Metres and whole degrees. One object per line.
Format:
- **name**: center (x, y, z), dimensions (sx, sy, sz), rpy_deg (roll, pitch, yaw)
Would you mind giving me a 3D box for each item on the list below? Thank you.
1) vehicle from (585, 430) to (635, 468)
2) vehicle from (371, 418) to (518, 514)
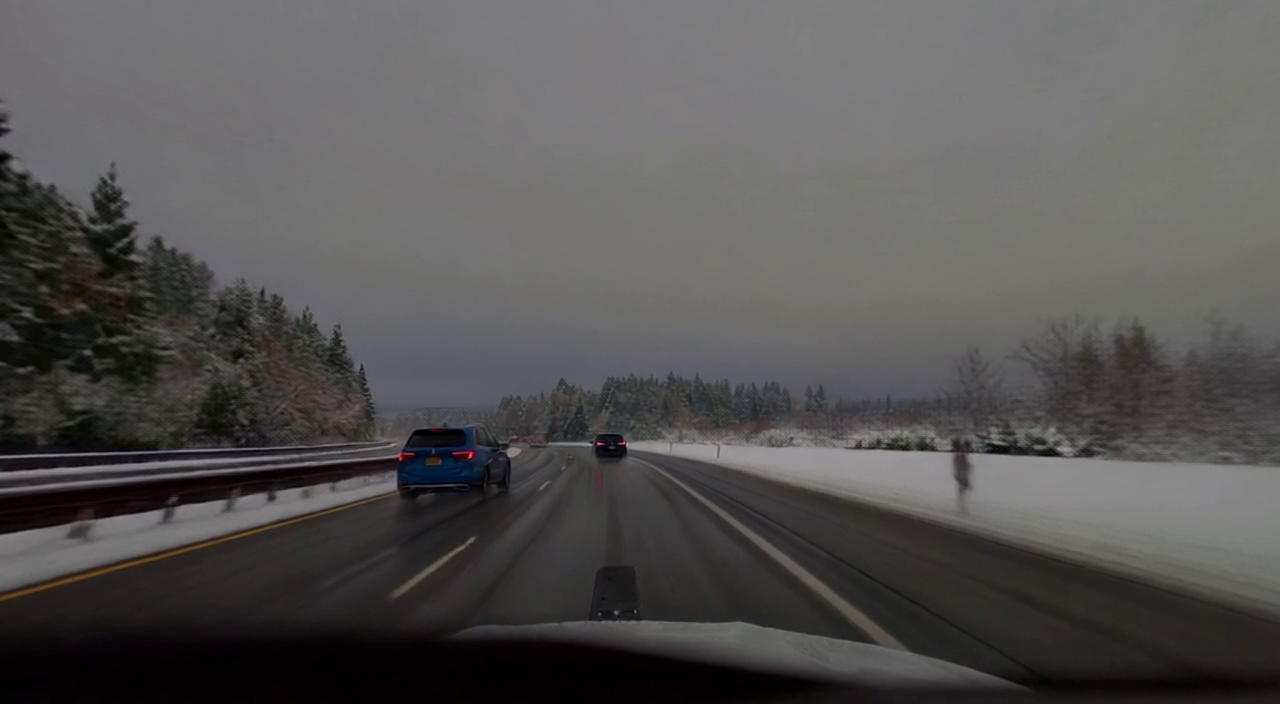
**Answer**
- **vehicle**: center (-1.668, 5.073, 33.331), dimensions (2.452, 1.857, 4.022), rpy_deg (0, -8, -5)
- **vehicle**: center (-4.300, 2.565, 14.817), dimensions (2.053, 1.847, 4.760), rpy_deg (0, -8, -2)
